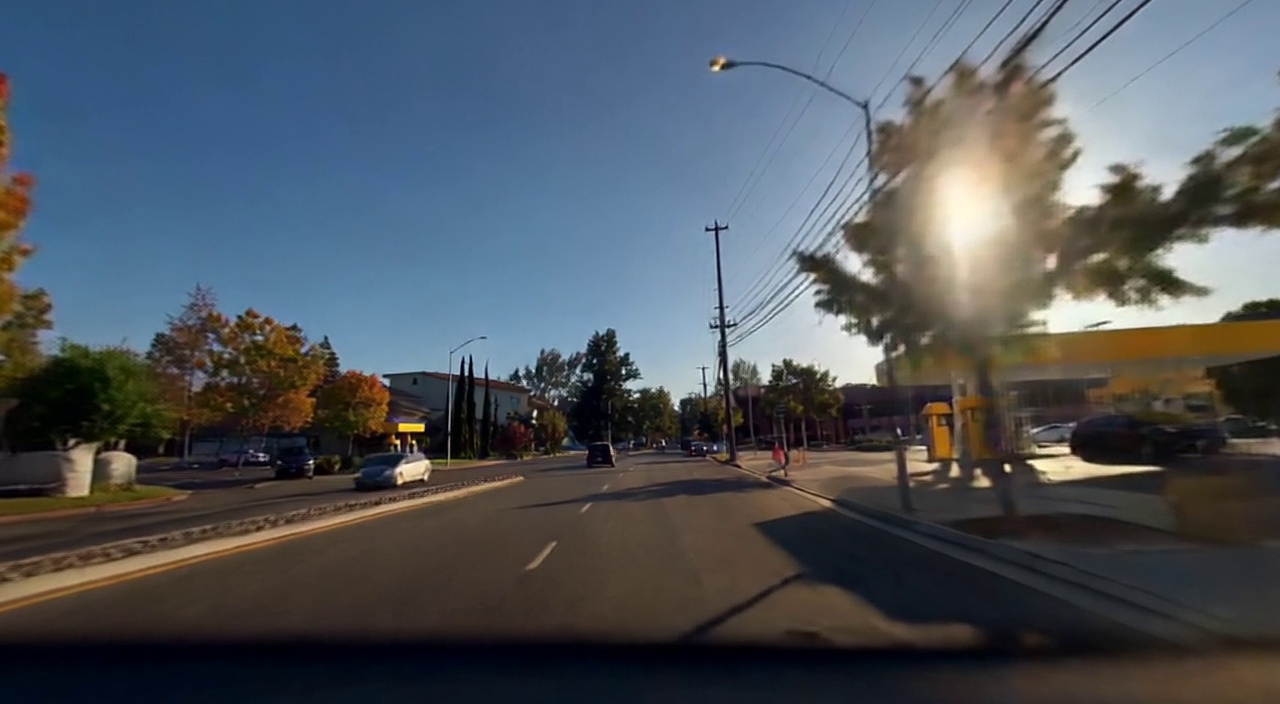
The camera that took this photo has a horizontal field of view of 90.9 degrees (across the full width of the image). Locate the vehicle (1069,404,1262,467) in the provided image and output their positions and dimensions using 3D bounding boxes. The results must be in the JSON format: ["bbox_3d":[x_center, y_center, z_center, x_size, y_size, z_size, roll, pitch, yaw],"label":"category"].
[{"bbox_3d":[18.660,2.993,22.798,2.020,1.972,4.983,2,-7,-15],"label":"vehicle"}]

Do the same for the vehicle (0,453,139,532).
[{"bbox_3d":[-13.864,3.008,13.706,2.091,1.538,4.451,-1,-8,4],"label":"vehicle"}]

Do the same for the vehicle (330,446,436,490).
[{"bbox_3d":[-9.881,4.475,24.770,2.021,1.480,4.800,-1,-8,2],"label":"vehicle"}]

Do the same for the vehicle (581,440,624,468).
[{"bbox_3d":[-2.122,5.885,36.569,2.073,1.525,3.968,-1,-8,2],"label":"vehicle"}]

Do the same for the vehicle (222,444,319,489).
[{"bbox_3d":[-19.515,5.954,33.209,5.575,2.142,1.996,-6,-10,33],"label":"vehicle"}]

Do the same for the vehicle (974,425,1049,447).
[{"bbox_3d":[27.276,6.247,46.483,1.901,1.509,4.610,2,-9,-15],"label":"vehicle"}]

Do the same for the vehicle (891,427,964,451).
[{"bbox_3d":[21.370,6.538,47.149,1.908,1.474,4.885,0,-10,-22],"label":"vehicle"}]
